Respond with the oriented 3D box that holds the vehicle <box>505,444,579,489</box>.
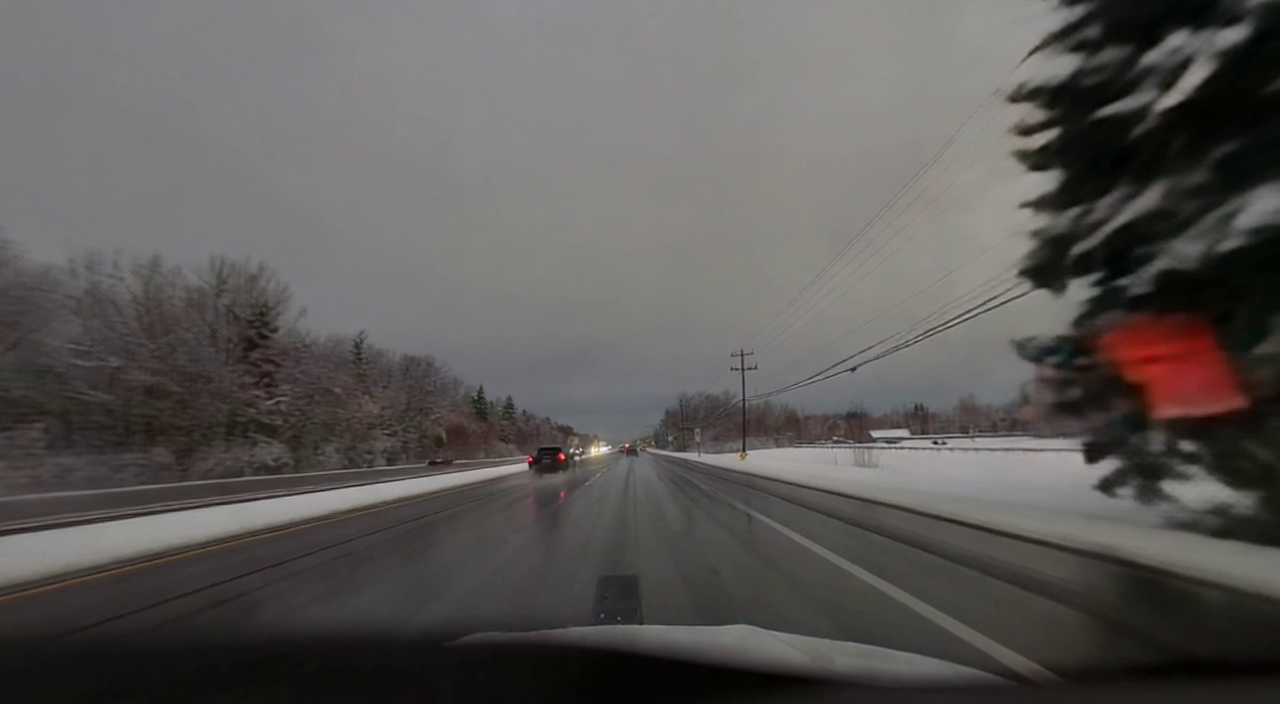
[{"bbox_3d":[-3.656,4.361,24.185,2.123,1.545,4.404,0,-9,0],"label":"vehicle"}]
